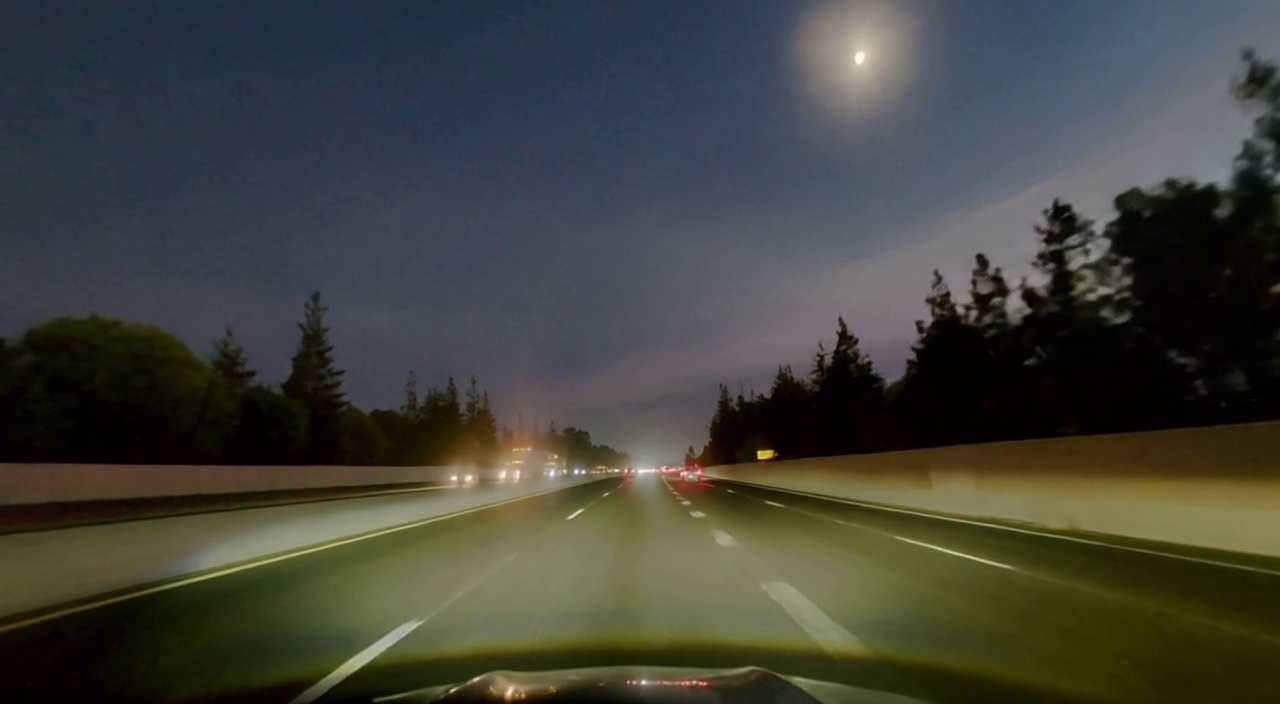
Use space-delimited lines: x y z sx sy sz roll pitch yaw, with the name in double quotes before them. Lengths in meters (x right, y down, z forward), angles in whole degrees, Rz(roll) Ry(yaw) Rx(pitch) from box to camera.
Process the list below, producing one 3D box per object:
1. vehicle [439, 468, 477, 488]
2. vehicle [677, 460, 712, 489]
"vehicle" -14.150 9.798 49.084 1.837 1.444 3.440 0 -10 2
"vehicle" 3.908 8.881 45.697 2.093 1.933 4.623 1 -10 0
